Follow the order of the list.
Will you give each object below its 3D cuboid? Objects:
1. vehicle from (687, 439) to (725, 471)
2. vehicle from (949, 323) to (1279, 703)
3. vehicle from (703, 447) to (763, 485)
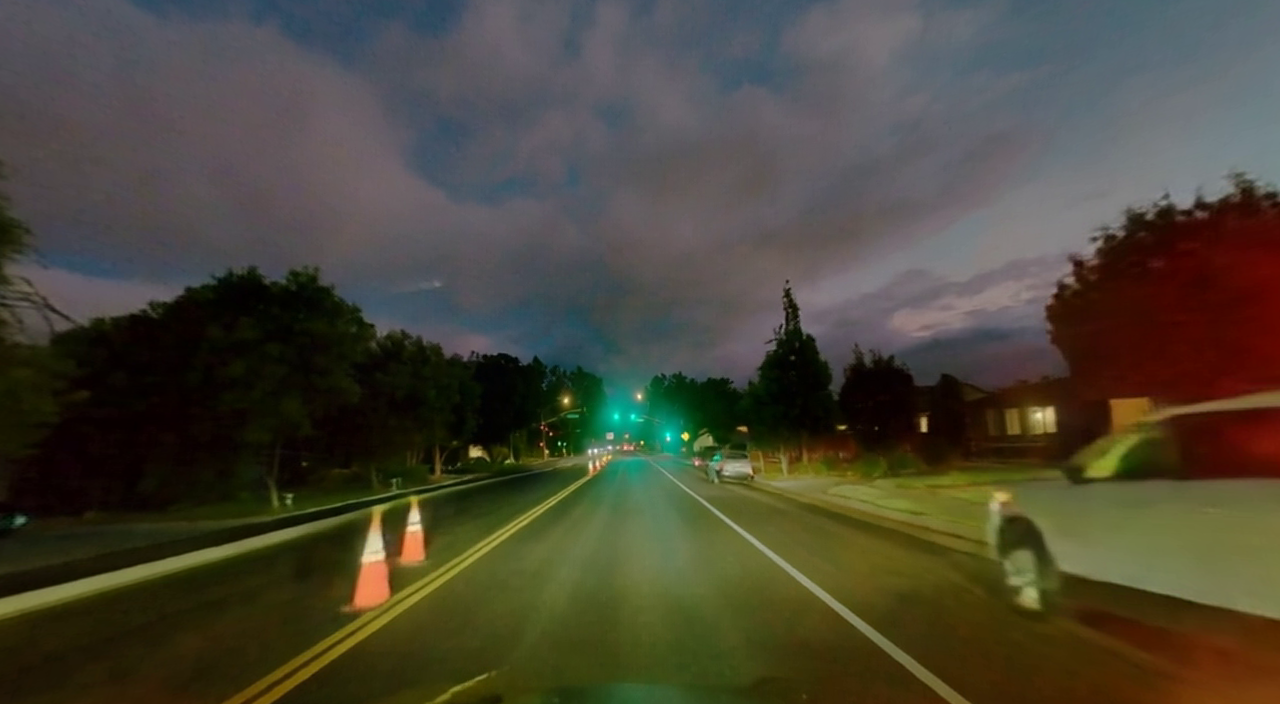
[{"bbox_3d":[4.139,6.529,40.227,2.241,1.935,3.270,-1,-9,4],"label":"vehicle"},{"bbox_3d":[4.107,0.873,3.261,2.255,1.914,4.967,0,-9,-3],"label":"vehicle"},{"bbox_3d":[3.813,4.722,26.585,1.870,1.441,4.539,0,-9,1],"label":"vehicle"}]
